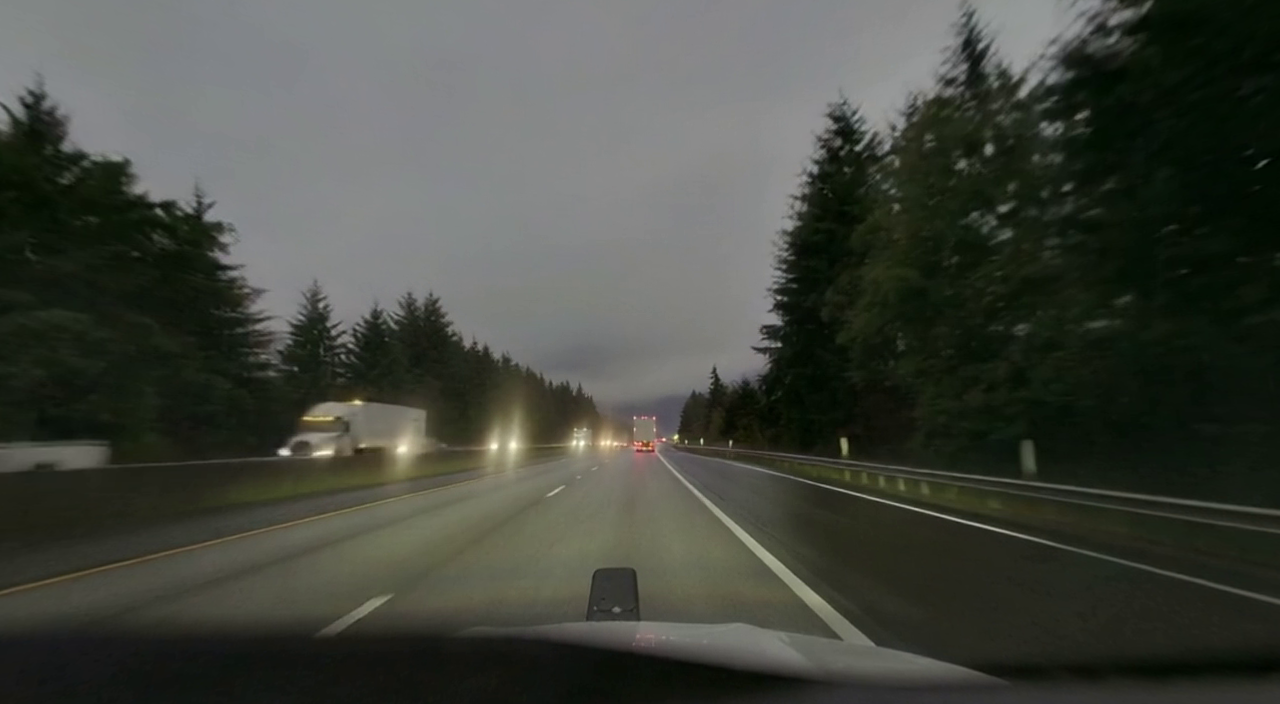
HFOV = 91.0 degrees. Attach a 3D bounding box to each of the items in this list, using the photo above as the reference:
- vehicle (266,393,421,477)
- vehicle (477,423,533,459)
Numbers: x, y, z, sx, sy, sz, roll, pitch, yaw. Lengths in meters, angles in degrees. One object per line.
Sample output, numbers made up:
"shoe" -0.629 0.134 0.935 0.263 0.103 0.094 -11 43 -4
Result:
"vehicle" -14.458 4.258 32.025 2.973 3.589 9.822 -1 -8 1
"vehicle" -10.519 7.024 49.762 2.722 2.626 7.004 -1 -8 1
